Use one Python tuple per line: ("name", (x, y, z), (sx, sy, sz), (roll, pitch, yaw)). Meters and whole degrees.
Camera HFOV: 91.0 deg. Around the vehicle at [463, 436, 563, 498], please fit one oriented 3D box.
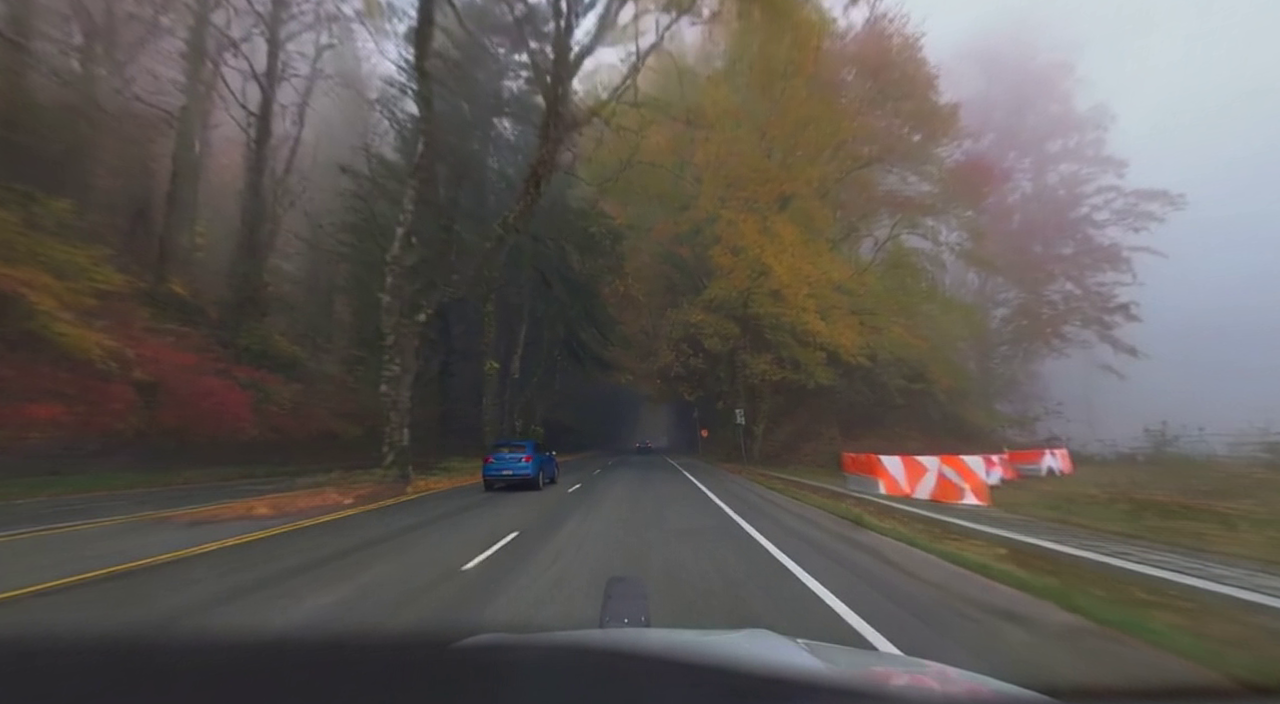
("vehicle", (-3.374, 3.136, 17.532), (1.902, 1.505, 4.016), (0, -8, 1))
